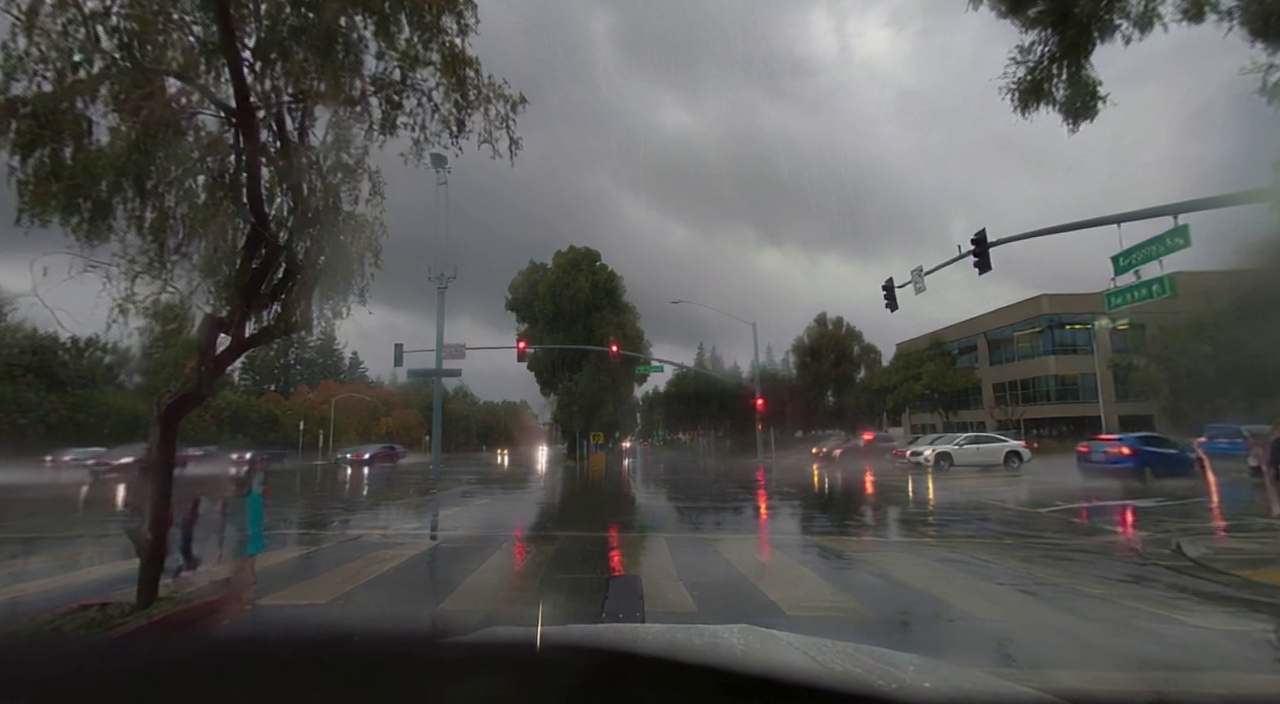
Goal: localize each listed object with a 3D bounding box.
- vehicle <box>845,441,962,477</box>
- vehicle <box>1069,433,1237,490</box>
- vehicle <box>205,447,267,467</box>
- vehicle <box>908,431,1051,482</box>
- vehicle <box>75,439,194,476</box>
[{"bbox_3d":[11.438,4.629,27.567,4.317,1.491,1.896,1,-9,-11],"label":"vehicle"},{"bbox_3d":[15.386,3.243,18.963,4.312,1.540,2.007,4,-9,-23],"label":"vehicle"},{"bbox_3d":[-31.513,8.181,49.449,1.811,1.438,4.812,0,-8,-3],"label":"vehicle"},{"bbox_3d":[12.901,3.923,24.051,4.742,1.762,2.180,3,-9,-22],"label":"vehicle"},{"bbox_3d":[-23.728,4.953,29.910,2.056,1.604,4.436,0,-8,-3],"label":"vehicle"}]
